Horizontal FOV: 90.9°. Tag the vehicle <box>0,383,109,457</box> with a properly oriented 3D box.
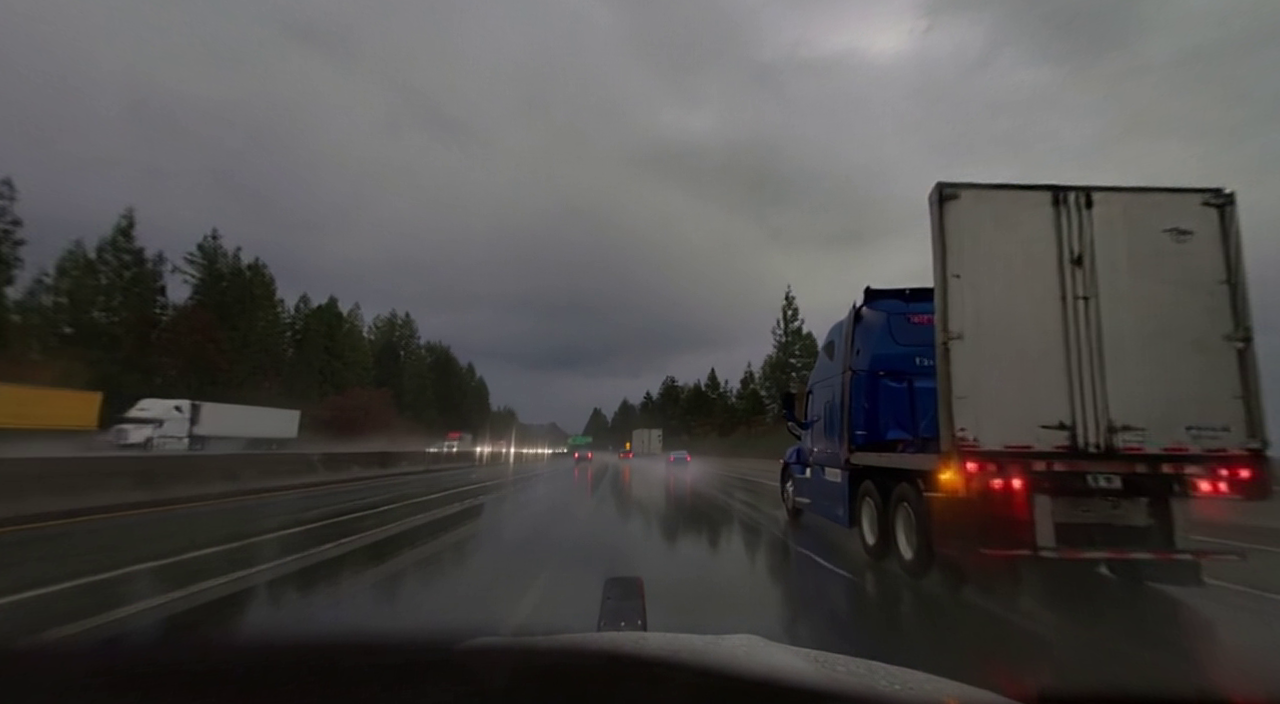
[{"bbox_3d":[-34.509,3.775,34.185,2.721,3.792,9.308,-1,-9,4],"label":"vehicle"}]

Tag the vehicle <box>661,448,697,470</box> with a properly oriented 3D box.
[{"bbox_3d":[2.978,8.369,49.389,2.246,1.583,4.813,0,-9,-3],"label":"vehicle"}]

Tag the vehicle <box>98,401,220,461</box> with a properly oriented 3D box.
[{"bbox_3d":[-34.061,5.724,45.069,2.964,3.947,6.858,0,-9,2],"label":"vehicle"}]

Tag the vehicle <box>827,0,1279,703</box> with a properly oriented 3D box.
[{"bbox_3d":[4.268,-0.332,1.813,2.847,4.075,14.244,0,-9,-1],"label":"vehicle"}]
